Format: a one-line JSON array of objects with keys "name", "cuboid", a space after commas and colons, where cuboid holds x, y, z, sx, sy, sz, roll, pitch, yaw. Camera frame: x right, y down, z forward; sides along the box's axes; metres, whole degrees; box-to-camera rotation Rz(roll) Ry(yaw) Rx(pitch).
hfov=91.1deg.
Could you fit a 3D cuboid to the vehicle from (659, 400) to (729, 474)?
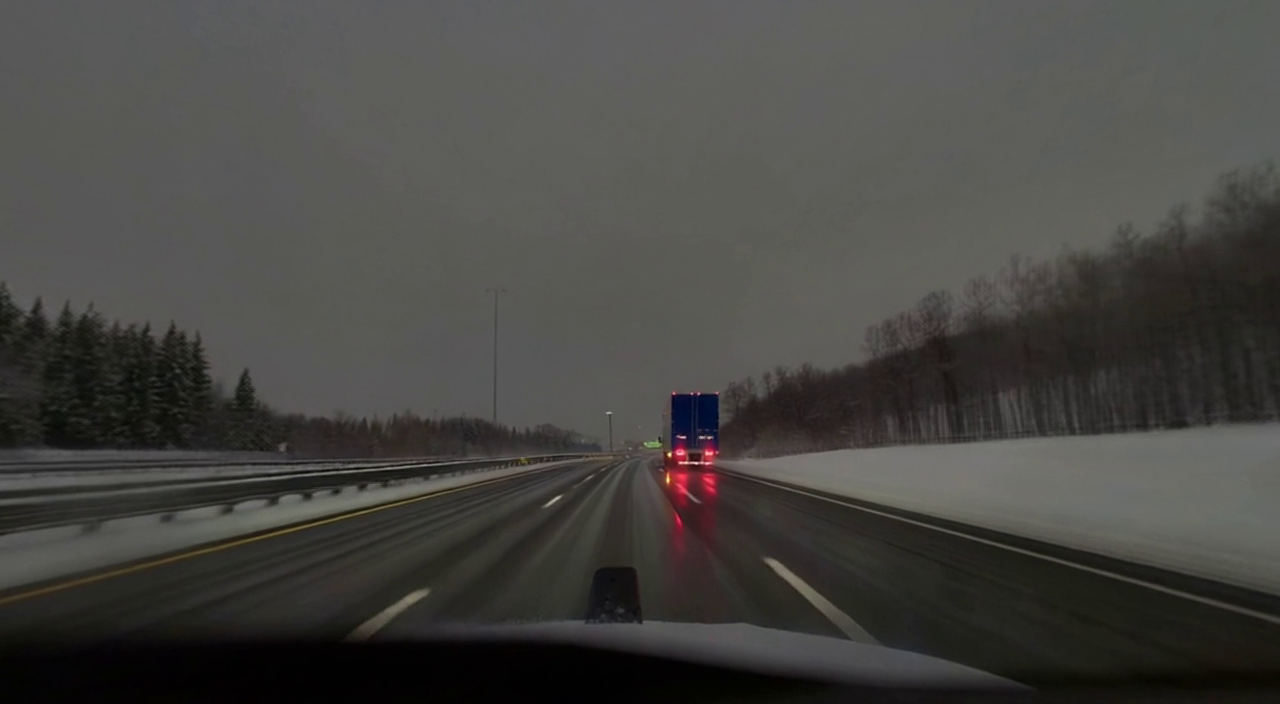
[{"name": "vehicle", "cuboid": [3.198, 5.808, 41.889, 3.244, 4.020, 14.561, 0, -9, 0]}]
